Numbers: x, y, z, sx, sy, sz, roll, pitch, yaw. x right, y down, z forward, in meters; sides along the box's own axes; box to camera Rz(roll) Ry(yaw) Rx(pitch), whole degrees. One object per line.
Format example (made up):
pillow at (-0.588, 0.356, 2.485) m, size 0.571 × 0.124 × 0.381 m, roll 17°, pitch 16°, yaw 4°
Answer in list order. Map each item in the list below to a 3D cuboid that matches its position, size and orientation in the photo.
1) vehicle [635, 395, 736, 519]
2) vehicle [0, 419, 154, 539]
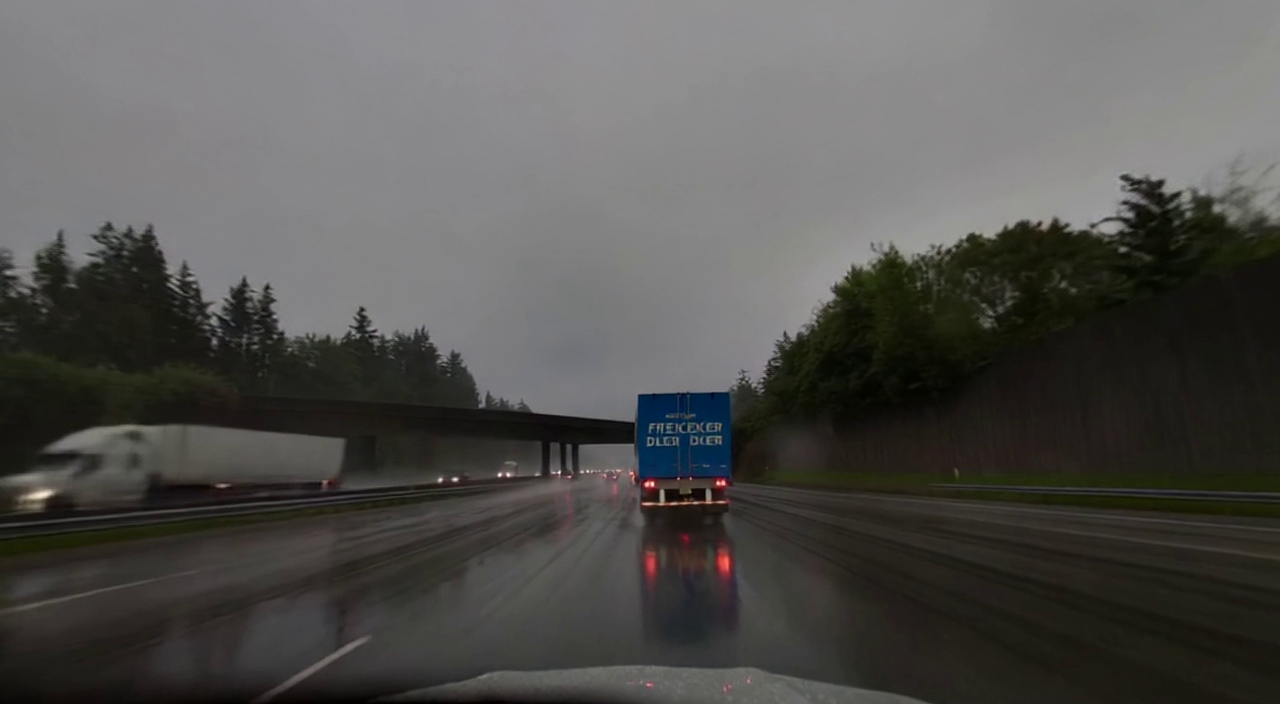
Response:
vehicle at (1.406, 4.130, 24.446) m, size 2.980 × 3.834 × 9.423 m, roll 1°, pitch -11°, yaw -1°
vehicle at (-16.667, 3.243, 16.236) m, size 2.628 × 2.850 × 6.822 m, roll 1°, pitch -11°, yaw 1°
